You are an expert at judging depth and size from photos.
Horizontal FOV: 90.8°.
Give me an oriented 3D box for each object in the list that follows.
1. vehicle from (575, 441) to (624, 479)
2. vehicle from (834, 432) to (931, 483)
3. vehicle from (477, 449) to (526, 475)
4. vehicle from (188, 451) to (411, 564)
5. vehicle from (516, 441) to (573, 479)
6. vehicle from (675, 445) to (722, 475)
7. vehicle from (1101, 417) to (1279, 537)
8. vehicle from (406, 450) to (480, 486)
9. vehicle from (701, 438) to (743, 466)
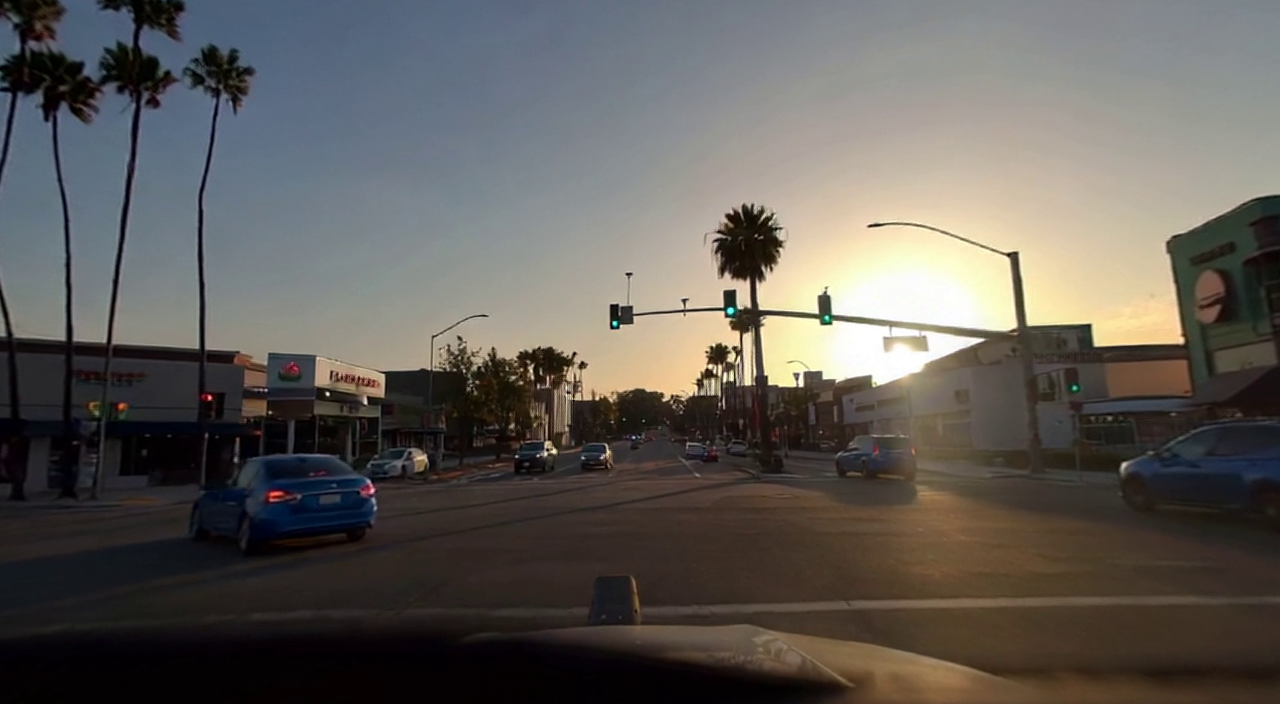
[{"bbox_3d":[-1.942,5.324,31.498,2.041,1.473,4.221,-1,-5,2],"label":"vehicle"},{"bbox_3d":[9.804,4.298,26.034,2.059,1.859,4.690,0,-9,-1],"label":"vehicle"},{"bbox_3d":[-8.526,6.830,39.349,1.973,1.474,4.495,0,-8,1],"label":"vehicle"},{"bbox_3d":[-5.923,2.444,10.780,4.206,1.471,2.089,-8,-12,44],"label":"vehicle"},{"bbox_3d":[-4.687,5.349,31.497,2.187,1.740,4.022,0,-8,0],"label":"vehicle"},{"bbox_3d":[3.047,5.707,33.720,1.977,1.449,4.254,0,-8,-2],"label":"vehicle"},{"bbox_3d":[10.705,2.060,10.729,2.199,1.773,4.568,0,-9,-1],"label":"vehicle"},{"bbox_3d":[-9.052,5.327,29.414,2.041,1.498,4.348,0,-9,0],"label":"vehicle"},{"bbox_3d":[6.042,7.429,47.057,2.313,1.935,4.969,0,-9,-2],"label":"vehicle"}]
